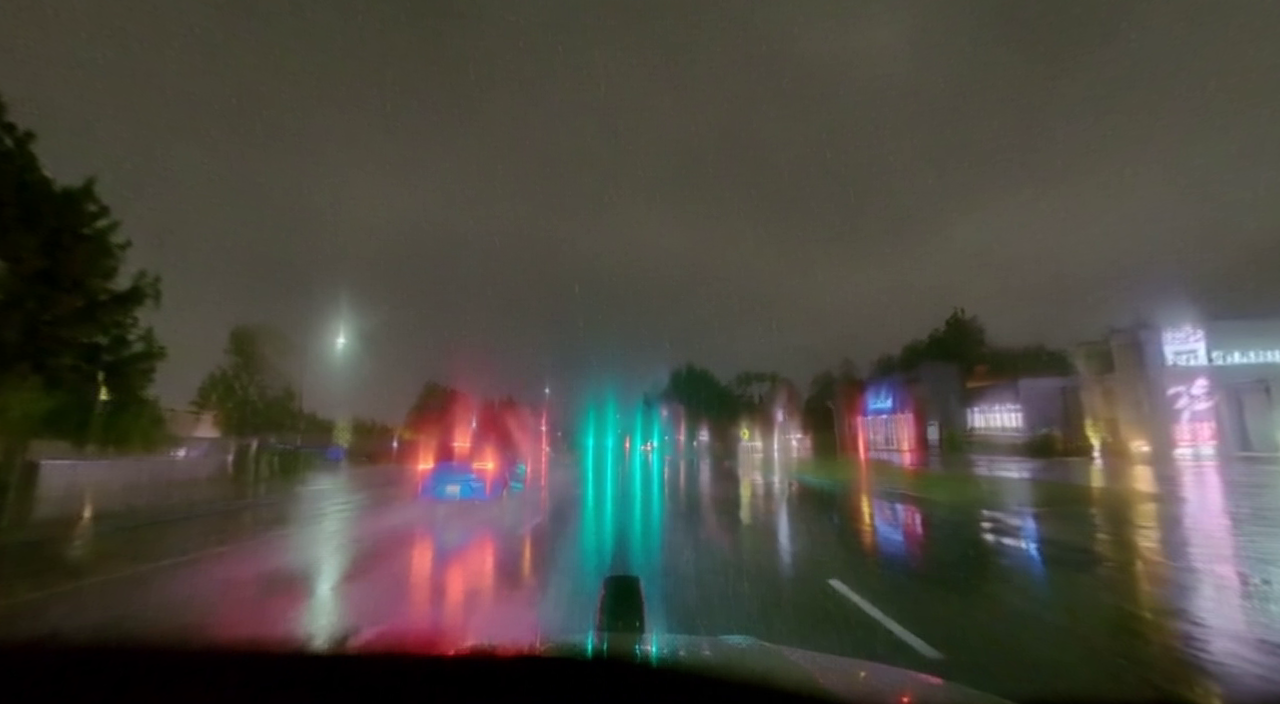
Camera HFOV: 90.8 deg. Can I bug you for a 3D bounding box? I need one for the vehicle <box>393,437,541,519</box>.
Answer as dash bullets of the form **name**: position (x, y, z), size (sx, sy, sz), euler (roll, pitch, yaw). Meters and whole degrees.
- **vehicle**: position (-3.484, 2.600, 13.646), size (2.005, 1.477, 4.169), euler (0, -8, 0)
